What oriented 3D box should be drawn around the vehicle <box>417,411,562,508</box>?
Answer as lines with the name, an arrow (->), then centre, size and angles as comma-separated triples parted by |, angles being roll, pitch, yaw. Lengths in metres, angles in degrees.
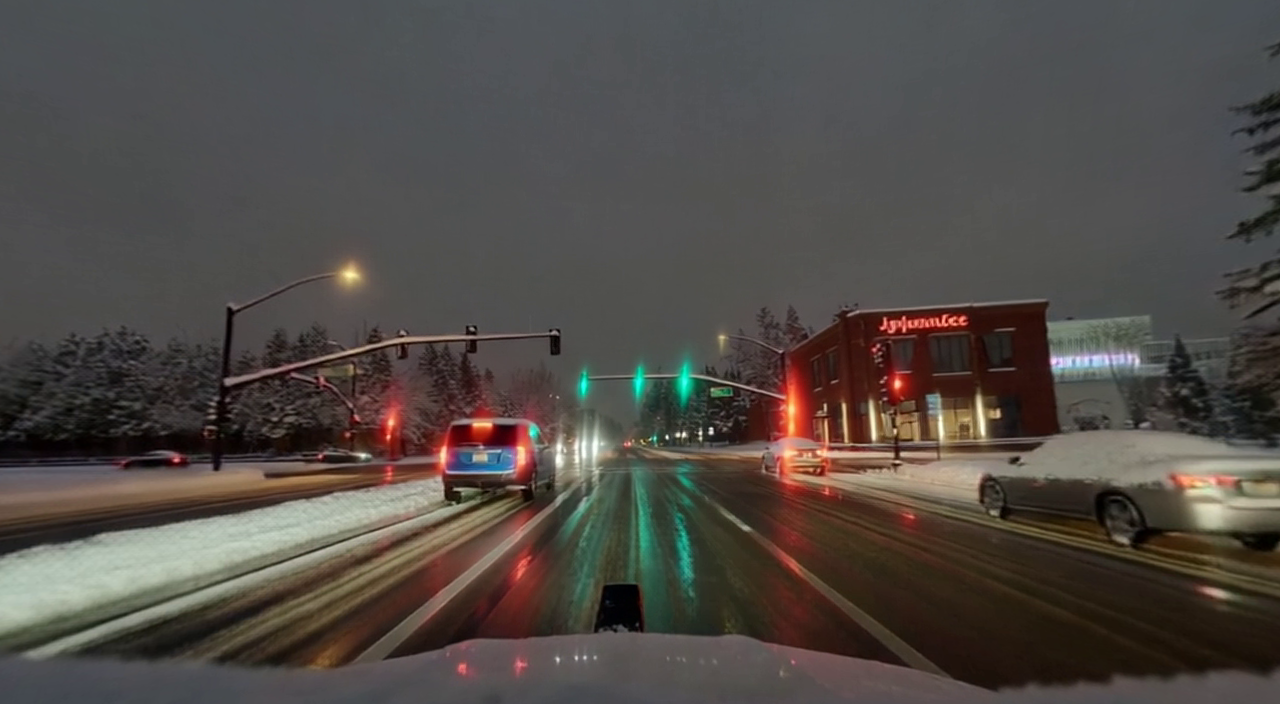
vehicle -> -3.289, 2.500, 15.094 | 2.313, 1.883, 5.016 | 0, -8, -1

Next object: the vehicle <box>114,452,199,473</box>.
vehicle -> -35.882, 8.192, 46.969 | 4.733, 1.500, 1.814 | 0, -8, -1

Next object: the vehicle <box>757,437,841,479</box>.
vehicle -> 6.138, 4.146, 25.034 | 1.972, 1.476, 4.775 | 0, -8, -2

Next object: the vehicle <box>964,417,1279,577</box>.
vehicle -> 6.753, 1.760, 8.635 | 2.014, 1.539, 4.852 | 0, -8, -1
